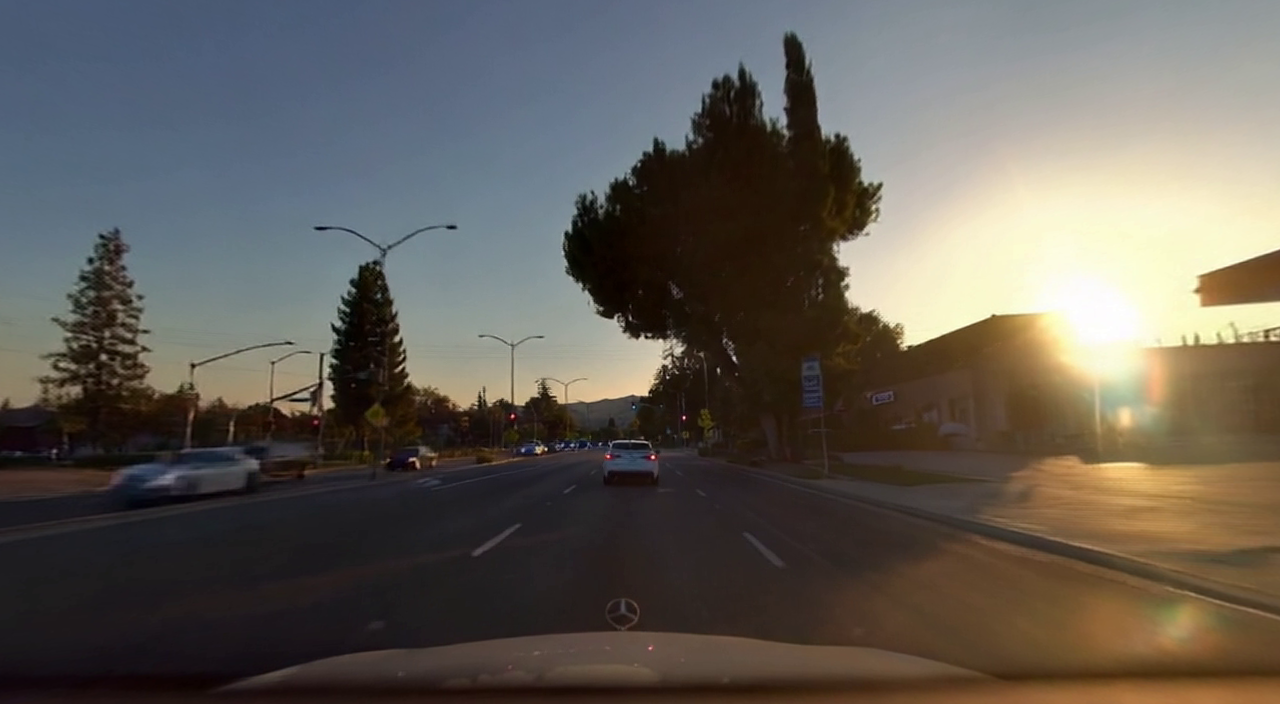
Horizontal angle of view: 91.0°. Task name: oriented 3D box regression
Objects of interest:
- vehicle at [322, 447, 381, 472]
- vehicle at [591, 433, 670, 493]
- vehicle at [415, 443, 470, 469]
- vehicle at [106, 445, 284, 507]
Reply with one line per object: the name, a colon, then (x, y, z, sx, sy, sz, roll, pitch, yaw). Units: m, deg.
vehicle: (-19.043, 7.085, 41.758, 1.819, 1.473, 4.258, 0, -8, 0)
vehicle: (-0.254, 3.191, 18.510, 2.062, 1.519, 4.214, 0, -8, 0)
vehicle: (-12.419, 6.539, 39.856, 1.936, 1.498, 4.611, 0, -8, 1)
vehicle: (-12.349, 3.415, 17.906, 1.868, 1.516, 4.321, 0, -8, 0)
